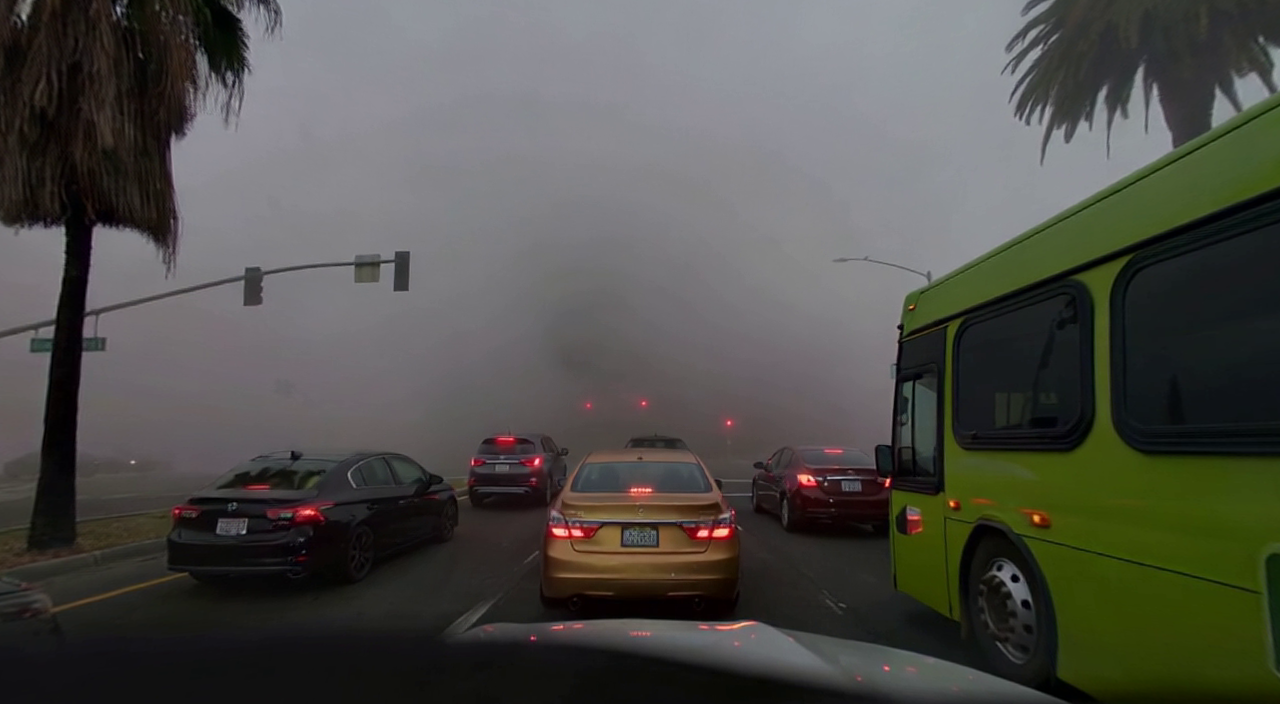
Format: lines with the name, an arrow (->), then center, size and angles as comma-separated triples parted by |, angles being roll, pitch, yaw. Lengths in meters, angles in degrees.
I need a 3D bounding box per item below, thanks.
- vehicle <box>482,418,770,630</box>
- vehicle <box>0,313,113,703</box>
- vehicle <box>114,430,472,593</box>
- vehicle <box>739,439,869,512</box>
vehicle -> -0.110, 1.521, 6.510 | 2.060, 1.499, 3.831 | 0, -9, 0
vehicle -> -3.562, 0.467, 0.334 | 2.145, 1.824, 4.974 | 0, -9, 2
vehicle -> -3.627, 1.720, 7.711 | 1.919, 1.415, 4.178 | 0, -9, 1
vehicle -> 3.718, 2.872, 15.181 | 1.989, 1.467, 4.364 | 0, -9, 1
